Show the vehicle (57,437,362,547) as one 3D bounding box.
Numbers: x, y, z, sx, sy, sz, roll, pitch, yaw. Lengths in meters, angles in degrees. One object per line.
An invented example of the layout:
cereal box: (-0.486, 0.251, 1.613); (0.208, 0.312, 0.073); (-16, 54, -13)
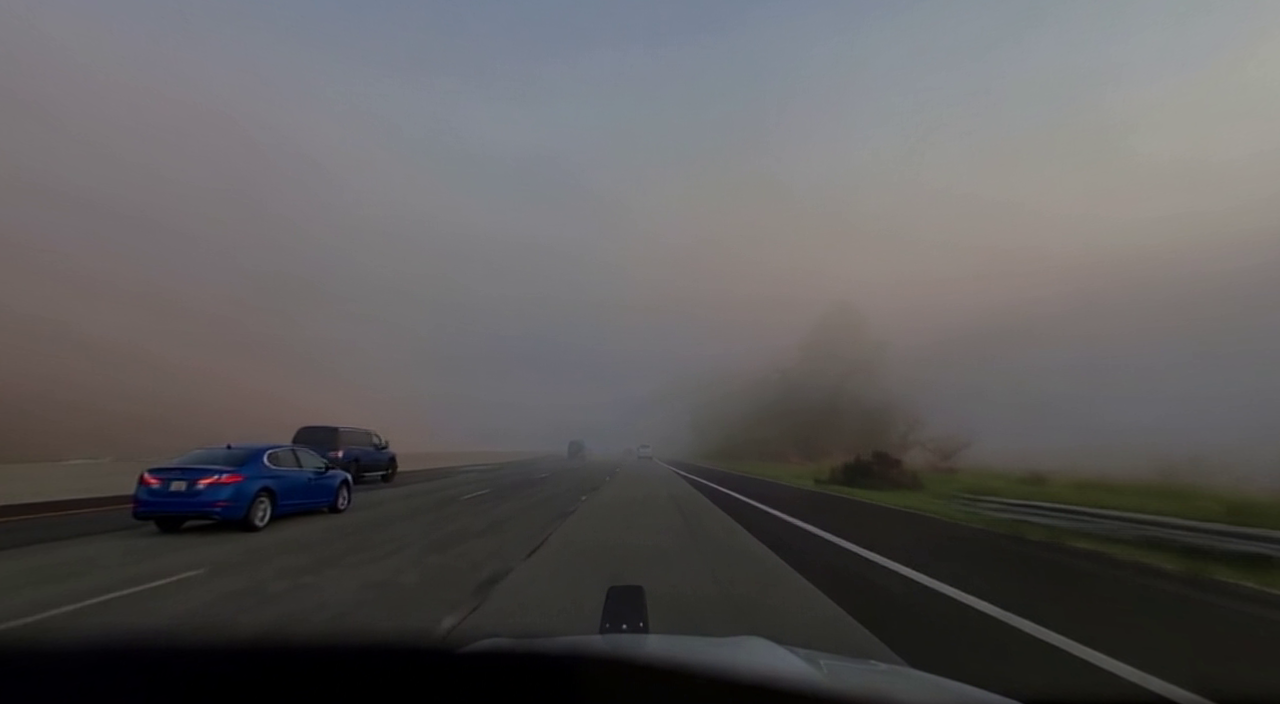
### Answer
vehicle: (-6.952, 2.276, 11.053); (1.981, 1.486, 4.735); (0, -8, 0)
